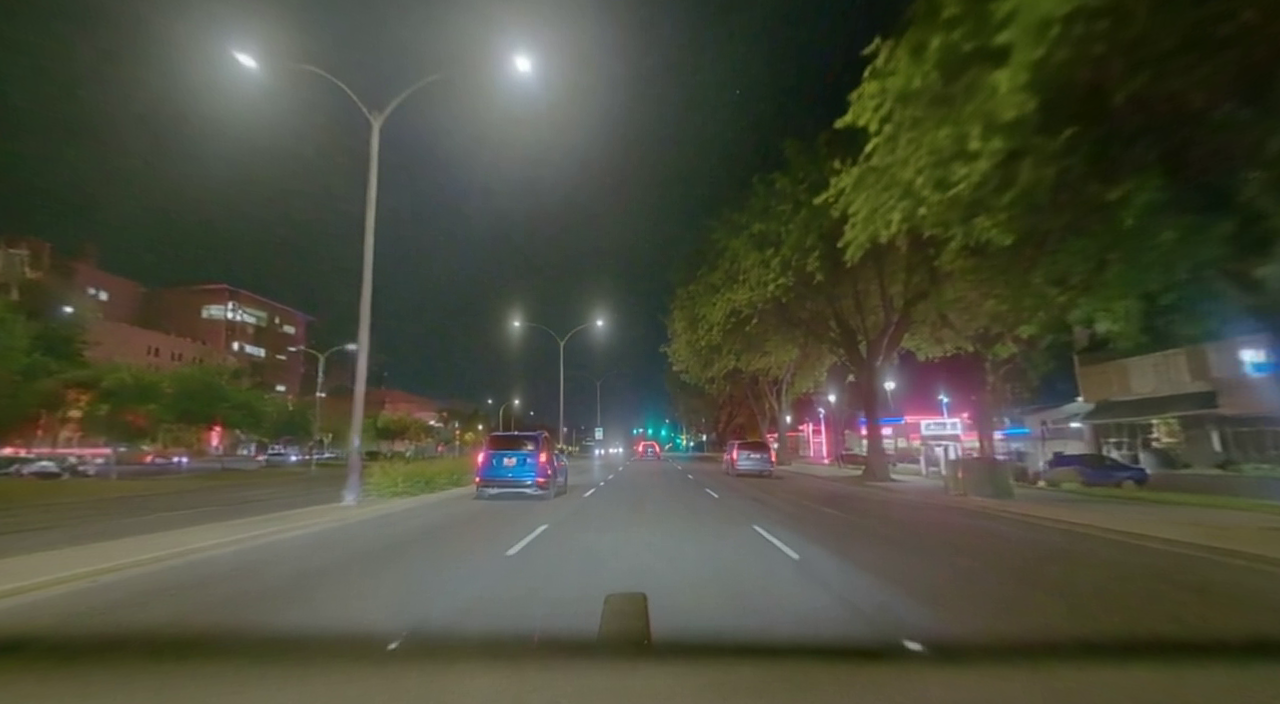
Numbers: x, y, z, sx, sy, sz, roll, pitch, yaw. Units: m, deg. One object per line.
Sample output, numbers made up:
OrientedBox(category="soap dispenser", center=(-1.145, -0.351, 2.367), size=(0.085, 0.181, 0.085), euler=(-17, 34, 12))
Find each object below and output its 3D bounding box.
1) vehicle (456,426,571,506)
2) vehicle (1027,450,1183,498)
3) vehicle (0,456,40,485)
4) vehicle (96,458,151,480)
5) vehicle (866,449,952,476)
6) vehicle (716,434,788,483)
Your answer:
OrientedBox(category="vehicle", center=(-3.136, 2.925, 16.696), size=(2.047, 1.810, 4.414), euler=(0, -8, 1))
OrientedBox(category="vehicle", center=(15.583, 4.050, 21.215), size=(4.133, 1.475, 1.833), euler=(2, -8, -12))
OrientedBox(category="vehicle", center=(-38.480, 7.132, 38.032), size=(4.355, 1.541, 1.919), euler=(-5, -9, 28))
OrientedBox(category="vehicle", center=(-38.785, 8.730, 47.281), size=(3.857, 1.463, 1.808), euler=(-5, -9, 29))
OrientedBox(category="vehicle", center=(16.888, 6.934, 39.692), size=(4.479, 1.445, 1.946), euler=(-1, -8, -2))
OrientedBox(category="vehicle", center=(4.425, 4.277, 25.628), size=(2.083, 1.779, 4.347), euler=(0, -8, -1))
